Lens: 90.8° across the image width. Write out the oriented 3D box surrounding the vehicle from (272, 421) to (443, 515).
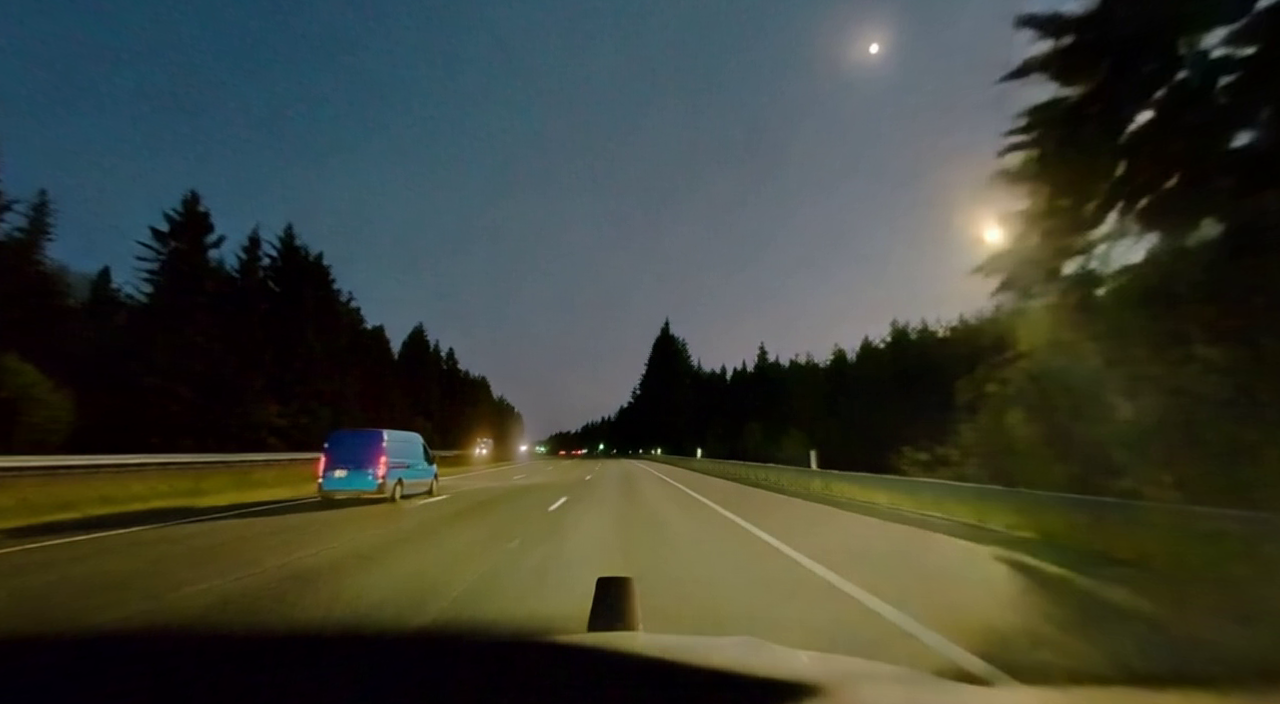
[{"bbox_3d":[-6.972,2.937,16.363,2.197,2.038,4.919,0,-9,-1],"label":"vehicle"}]
